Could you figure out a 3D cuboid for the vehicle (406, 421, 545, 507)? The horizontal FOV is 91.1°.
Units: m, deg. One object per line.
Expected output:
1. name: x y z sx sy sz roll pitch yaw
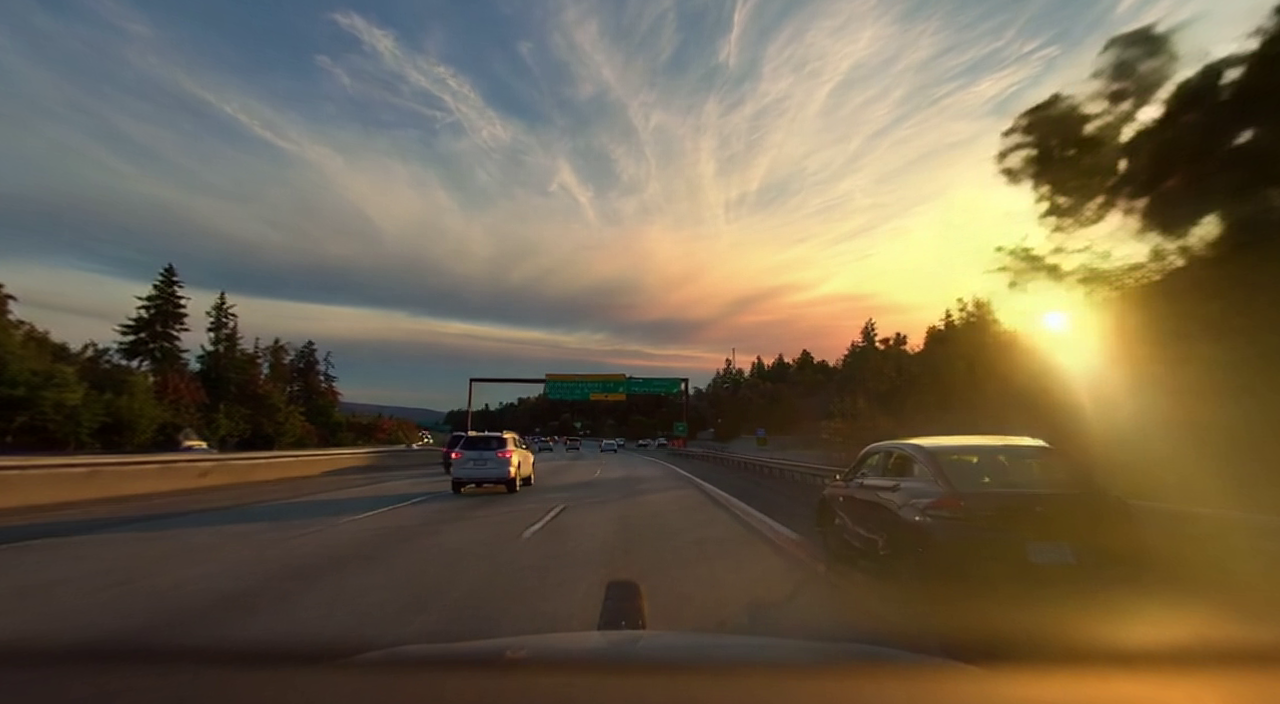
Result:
1. vehicle: -3.858 2.745 15.834 2.142 1.789 5.009 0 -9 0
